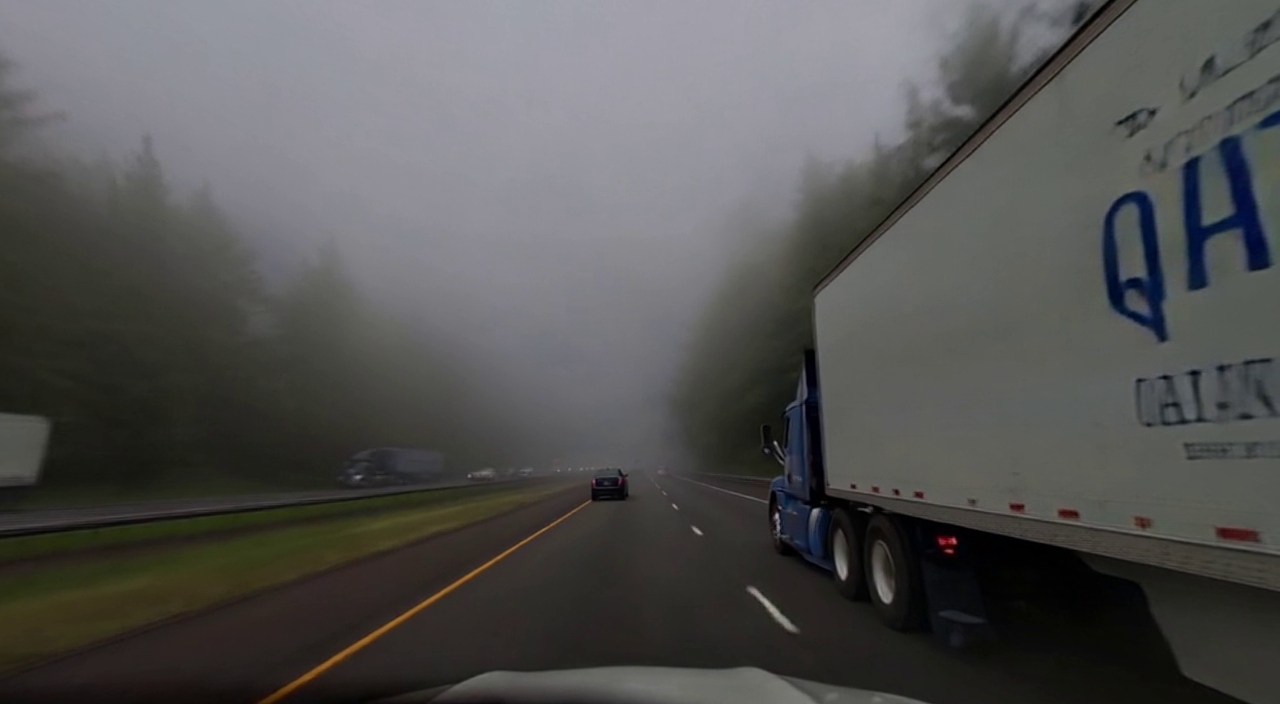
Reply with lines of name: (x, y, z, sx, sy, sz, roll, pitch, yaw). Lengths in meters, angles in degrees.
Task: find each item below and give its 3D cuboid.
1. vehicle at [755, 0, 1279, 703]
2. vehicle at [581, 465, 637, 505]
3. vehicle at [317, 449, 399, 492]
vehicle: (3.590, 0.269, 6.335, 3.019, 4.226, 9.221, 1, -11, 0)
vehicle: (-1.155, 5.246, 25.099, 2.032, 1.407, 3.641, 1, -11, 0)
vehicle: (-20.987, 8.905, 47.389, 2.805, 2.910, 7.007, 1, -11, 0)
